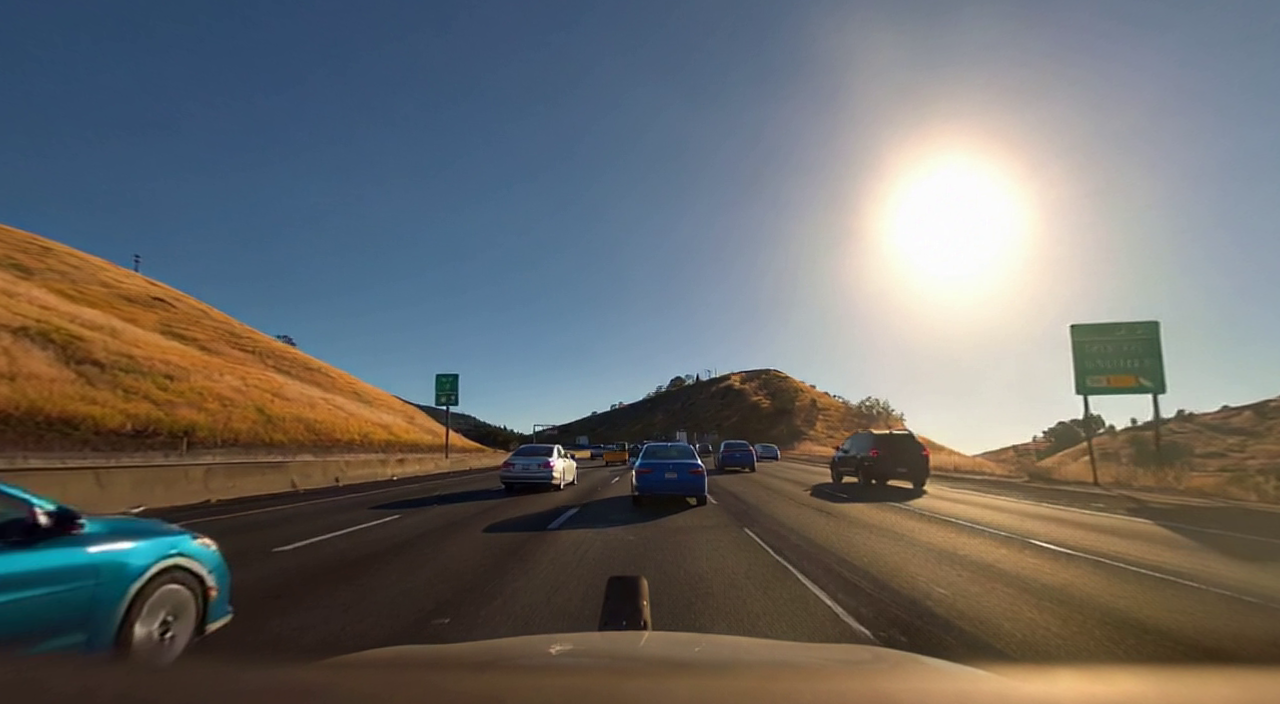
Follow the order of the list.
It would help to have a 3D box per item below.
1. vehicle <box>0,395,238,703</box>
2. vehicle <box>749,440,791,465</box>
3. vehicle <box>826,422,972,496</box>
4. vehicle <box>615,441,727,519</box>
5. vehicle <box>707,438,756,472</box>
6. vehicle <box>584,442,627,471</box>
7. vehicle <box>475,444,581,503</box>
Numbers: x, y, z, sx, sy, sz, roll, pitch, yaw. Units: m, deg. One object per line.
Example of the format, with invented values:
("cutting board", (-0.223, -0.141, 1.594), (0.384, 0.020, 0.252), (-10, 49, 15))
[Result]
("vehicle", (-3.429, 0.800, 1.489), (2.033, 1.513, 4.333), (0, -8, 1))
("vehicle", (8.793, 6.846, 43.184), (2.032, 1.580, 4.928), (0, -8, 2))
("vehicle", (7.176, 3.016, 18.181), (2.210, 1.831, 4.843), (0, -8, 1))
("vehicle", (0.649, 2.670, 13.750), (2.072, 1.431, 3.904), (-1, -8, 2))
("vehicle", (4.837, 5.491, 33.918), (2.083, 1.693, 4.740), (0, -8, 2))
("vehicle", (-1.951, 6.120, 37.198), (2.034, 1.572, 4.444), (-1, -8, 4))
("vehicle", (-2.971, 3.325, 17.786), (2.017, 1.446, 4.384), (-1, -8, 3))
